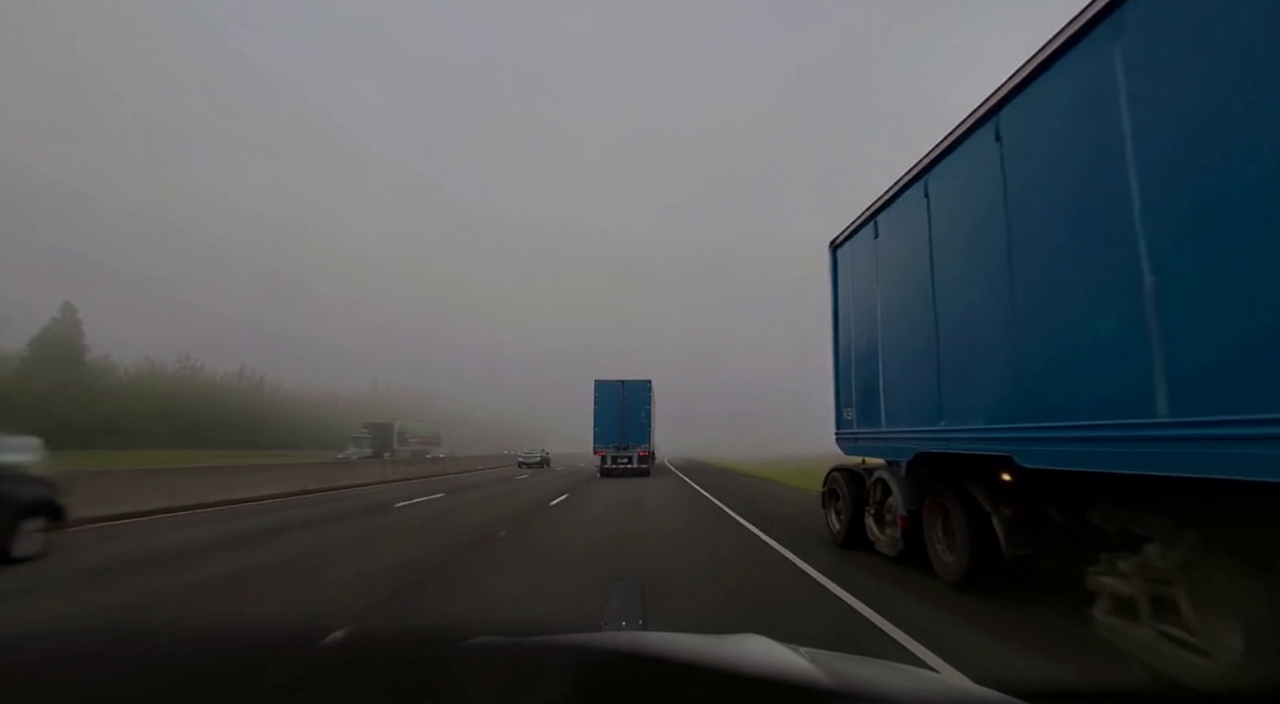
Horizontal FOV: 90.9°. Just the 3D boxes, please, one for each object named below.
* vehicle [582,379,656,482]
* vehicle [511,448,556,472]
[{"bbox_3d":[-0.674,4.226,32.512,2.851,4.098,14.436,-1,-9,2],"label":"vehicle"},{"bbox_3d":[-6.660,6.788,39.827,1.967,1.420,4.473,0,-9,1],"label":"vehicle"}]
